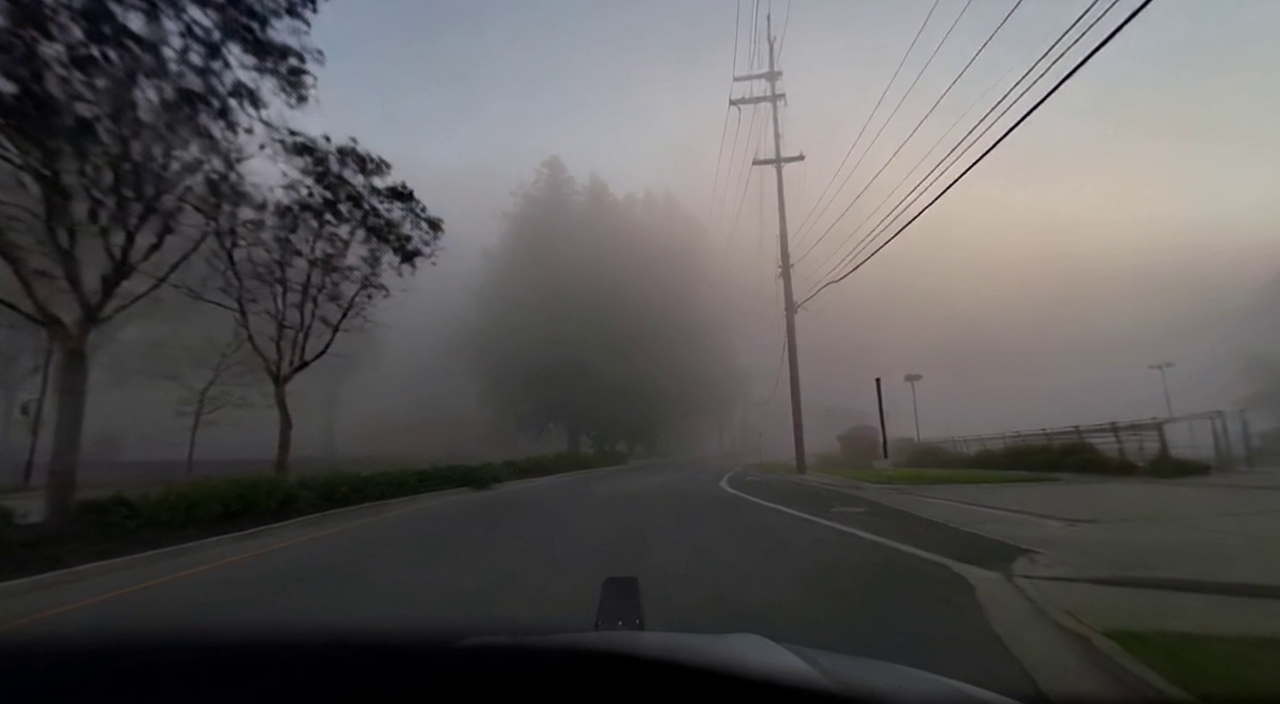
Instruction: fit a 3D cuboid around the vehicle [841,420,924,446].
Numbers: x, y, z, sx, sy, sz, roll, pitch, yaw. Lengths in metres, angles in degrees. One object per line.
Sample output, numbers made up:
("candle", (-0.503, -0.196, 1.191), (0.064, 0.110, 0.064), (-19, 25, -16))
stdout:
("vehicle", (18.620, 6.242, 48.675), (5.745, 1.902, 2.244), (-2, -9, 16))
